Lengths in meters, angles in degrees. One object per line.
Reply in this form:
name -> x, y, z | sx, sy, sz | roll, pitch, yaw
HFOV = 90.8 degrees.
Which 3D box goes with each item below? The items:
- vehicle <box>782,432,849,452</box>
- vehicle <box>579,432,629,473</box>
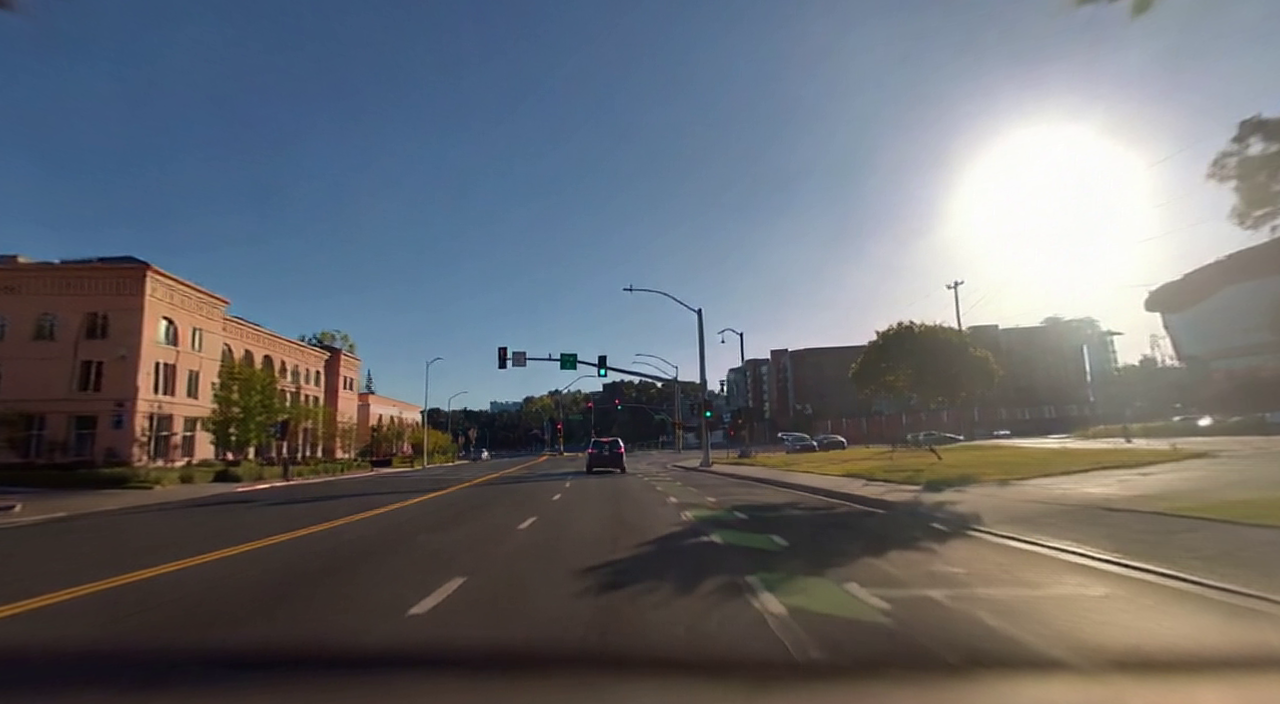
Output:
vehicle -> 13.091, 6.741, 47.361 | 4.486, 1.494, 1.802 | 0, -8, 2
vehicle -> -1.731, 4.880, 30.846 | 2.230, 1.827, 4.298 | 0, -8, -2
